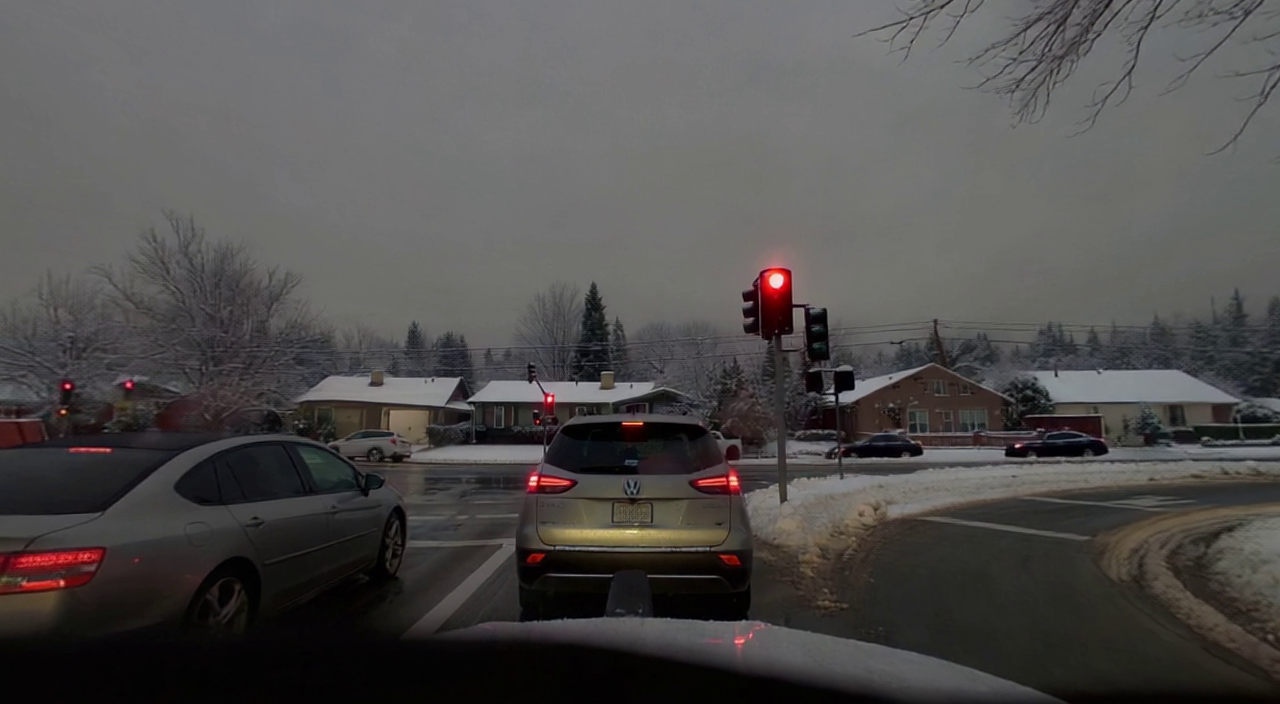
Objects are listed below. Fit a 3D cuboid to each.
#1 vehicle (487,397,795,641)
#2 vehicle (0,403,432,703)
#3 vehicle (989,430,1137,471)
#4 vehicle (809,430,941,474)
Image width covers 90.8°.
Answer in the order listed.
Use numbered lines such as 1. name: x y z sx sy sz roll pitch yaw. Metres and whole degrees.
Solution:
1. vehicle: -0.132 1.469 6.569 2.154 1.670 4.140 1 -9 -4
2. vehicle: -3.284 1.275 4.719 2.035 1.492 4.415 0 -9 -1
3. vehicle: 17.436 4.097 26.260 4.670 1.616 1.926 -1 -9 6
4. vehicle: 9.945 4.281 27.091 4.887 1.769 2.035 -1 -9 6
